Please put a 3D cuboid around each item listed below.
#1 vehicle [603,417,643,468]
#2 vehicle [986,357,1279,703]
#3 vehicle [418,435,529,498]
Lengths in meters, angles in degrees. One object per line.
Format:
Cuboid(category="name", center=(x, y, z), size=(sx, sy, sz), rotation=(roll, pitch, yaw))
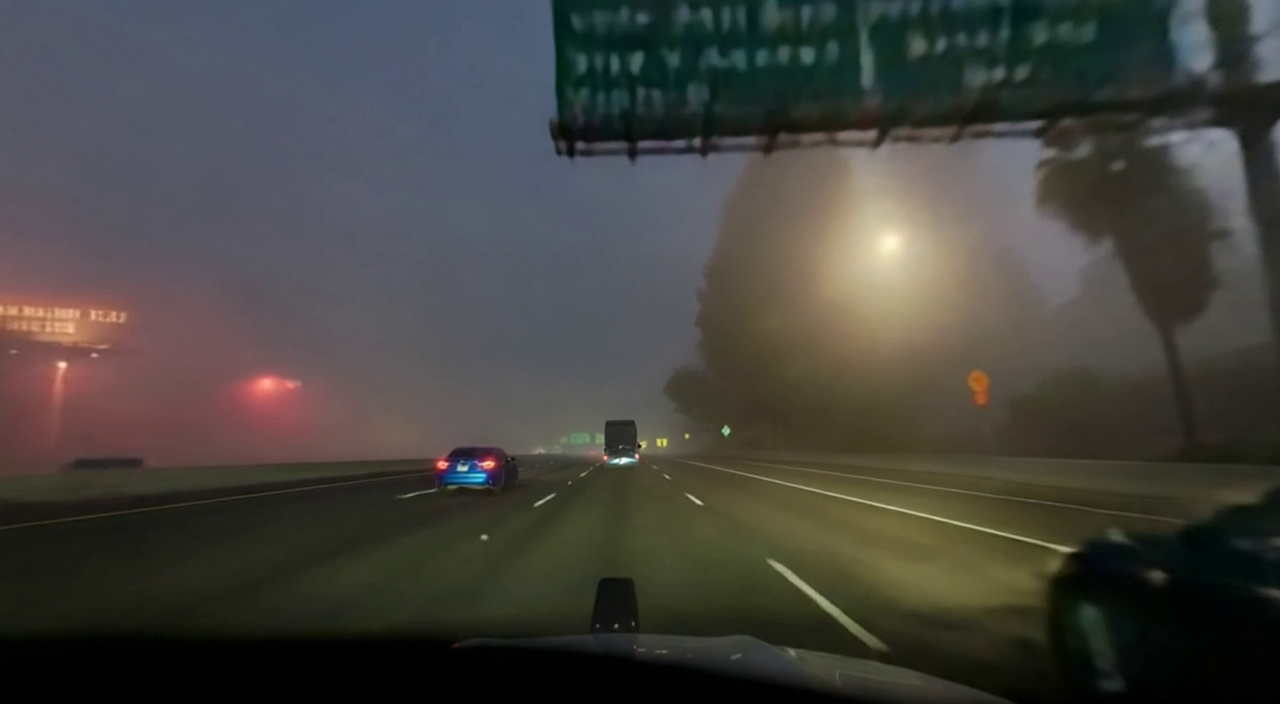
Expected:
Cuboid(category="vehicle", center=(-1.112, 5.777, 40.230), size=(2.364, 2.953, 6.495), rotation=(0, -8, -2))
Cuboid(category="vehicle", center=(3.056, 0.700, 1.118), size=(2.175, 1.598, 4.584), rotation=(0, -8, -2))
Cuboid(category="vehicle", center=(-4.716, 3.323, 18.749), size=(2.021, 1.598, 4.887), rotation=(0, -8, -1))
